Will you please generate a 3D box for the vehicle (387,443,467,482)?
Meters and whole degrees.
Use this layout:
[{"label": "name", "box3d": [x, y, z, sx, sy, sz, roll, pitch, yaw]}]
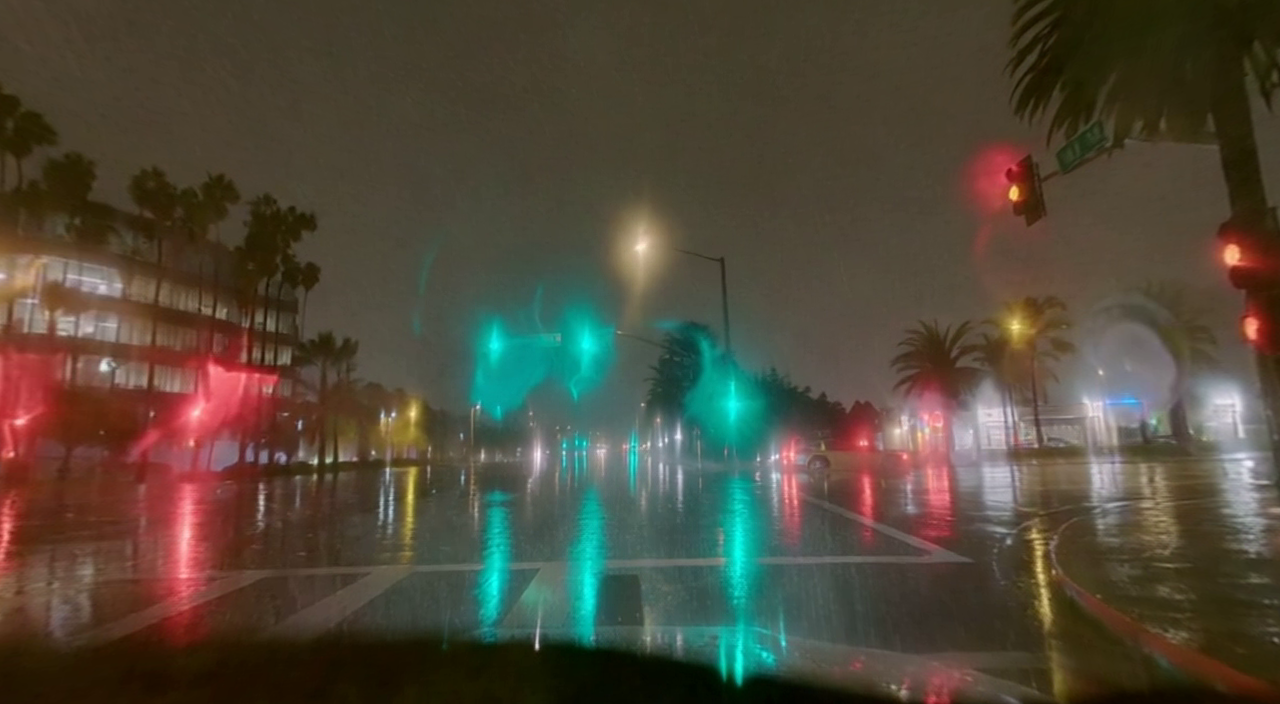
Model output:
[{"label": "vehicle", "box3d": [-10.737, 5.594, 32.195, 2.270, 1.833, 4.860, 0, -9, 1]}]
